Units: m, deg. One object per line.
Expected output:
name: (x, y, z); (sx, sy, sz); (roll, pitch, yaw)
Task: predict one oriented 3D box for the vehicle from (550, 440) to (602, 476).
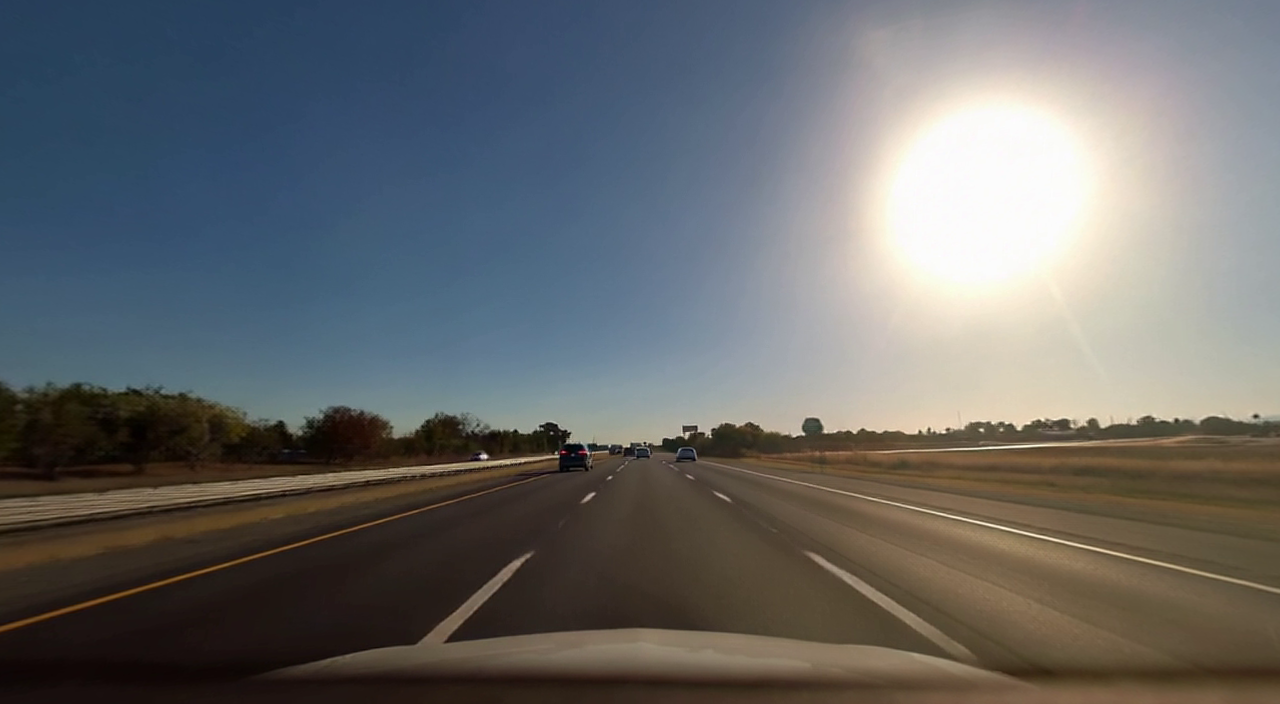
vehicle: (-3.177, 5.352, 32.018); (2.070, 1.707, 4.309); (0, -9, 1)
